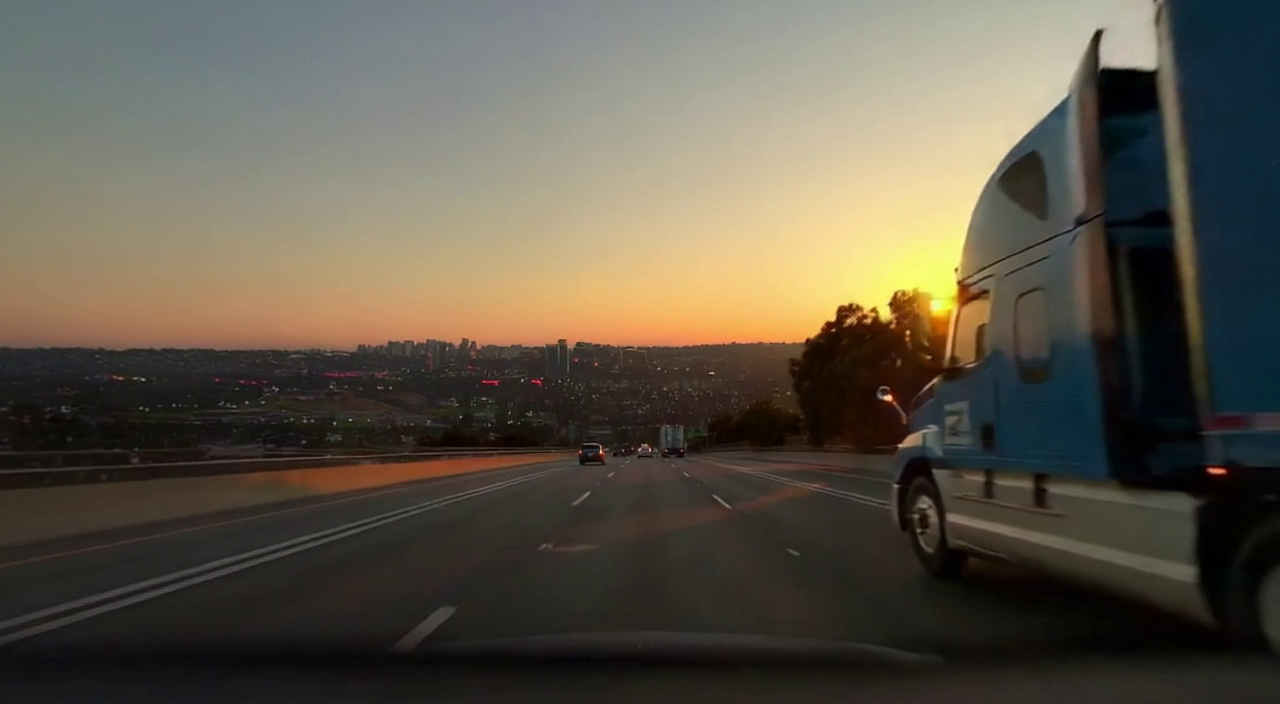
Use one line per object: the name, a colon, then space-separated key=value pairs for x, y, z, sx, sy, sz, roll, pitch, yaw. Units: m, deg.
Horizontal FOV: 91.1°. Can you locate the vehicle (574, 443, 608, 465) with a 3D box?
vehicle: x=-3.649 y=7.676 z=47.597 sx=2.113 sy=1.548 sz=4.532 roll=0 pitch=-8 yaw=2
